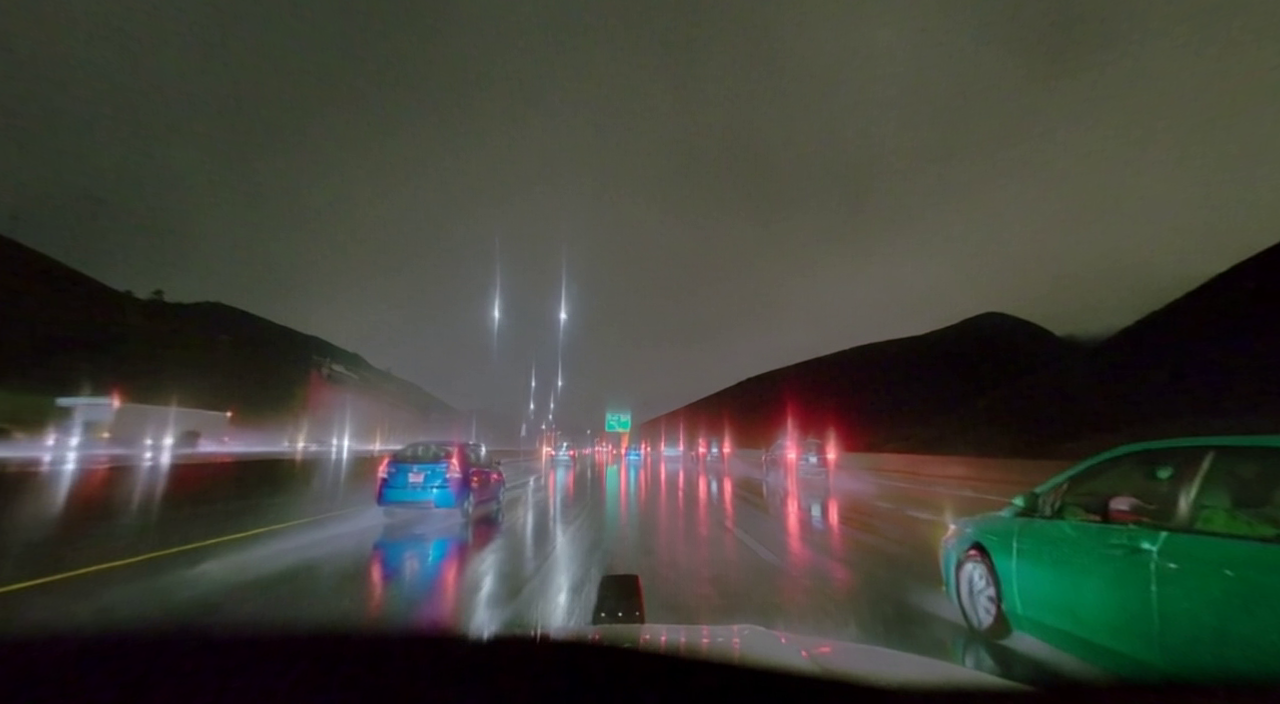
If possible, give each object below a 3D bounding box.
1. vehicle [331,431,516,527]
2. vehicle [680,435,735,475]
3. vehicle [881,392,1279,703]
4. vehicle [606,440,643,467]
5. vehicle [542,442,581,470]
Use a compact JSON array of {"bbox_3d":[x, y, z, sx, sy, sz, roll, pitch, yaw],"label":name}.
[{"bbox_3d":[-3.858,2.339,12.149,1.993,1.500,4.248,0,-9,1],"label":"vehicle"},{"bbox_3d":[3.313,5.201,32.001,2.222,1.820,4.733,0,-9,-1],"label":"vehicle"},{"bbox_3d":[3.257,1.074,3.250,2.136,1.511,4.706,0,-9,0],"label":"vehicle"},{"bbox_3d":[-0.955,6.253,38.906,2.147,1.572,4.094,0,-9,-1],"label":"vehicle"},{"bbox_3d":[-4.393,5.880,35.810,1.796,1.464,3.839,0,-9,-1],"label":"vehicle"}]
